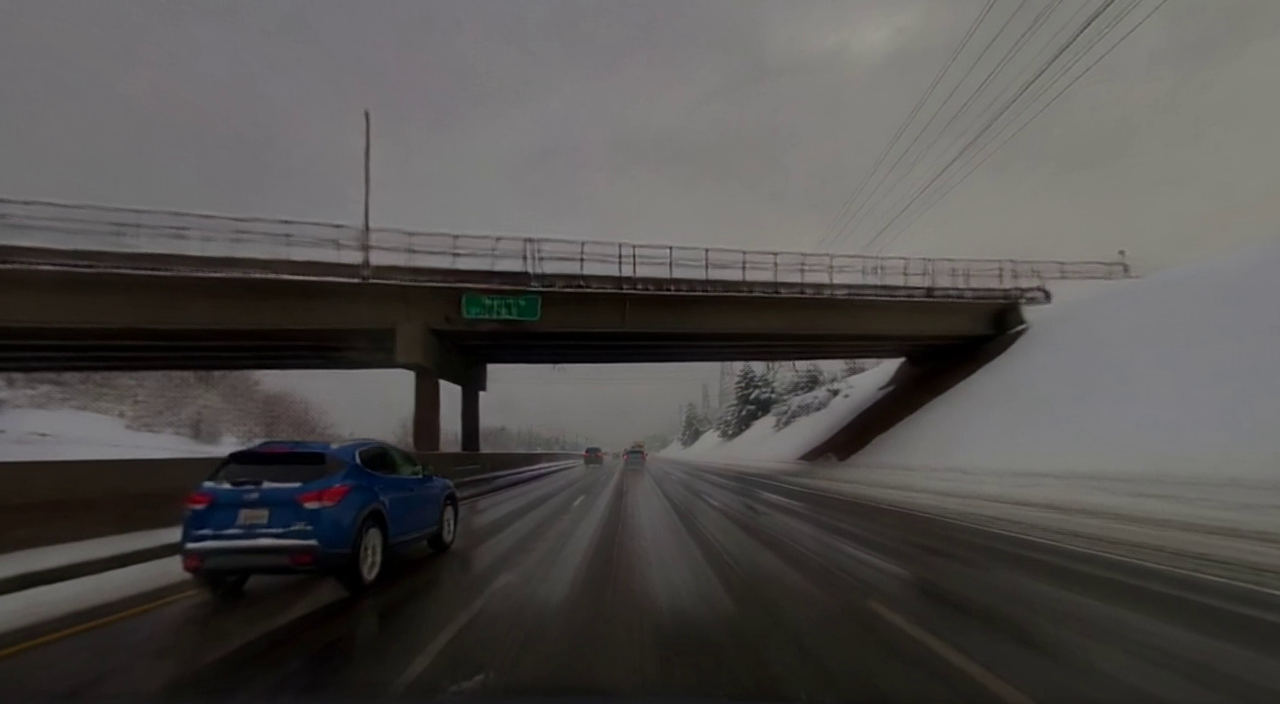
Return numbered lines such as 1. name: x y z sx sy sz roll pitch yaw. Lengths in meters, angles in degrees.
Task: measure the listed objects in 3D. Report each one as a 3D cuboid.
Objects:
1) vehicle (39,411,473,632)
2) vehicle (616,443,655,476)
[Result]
1. vehicle: -3.272 1.514 6.518 1.987 1.548 3.981 0 -9 -1
2. vehicle: -0.252 5.765 33.722 2.004 1.615 4.113 0 -9 -1
